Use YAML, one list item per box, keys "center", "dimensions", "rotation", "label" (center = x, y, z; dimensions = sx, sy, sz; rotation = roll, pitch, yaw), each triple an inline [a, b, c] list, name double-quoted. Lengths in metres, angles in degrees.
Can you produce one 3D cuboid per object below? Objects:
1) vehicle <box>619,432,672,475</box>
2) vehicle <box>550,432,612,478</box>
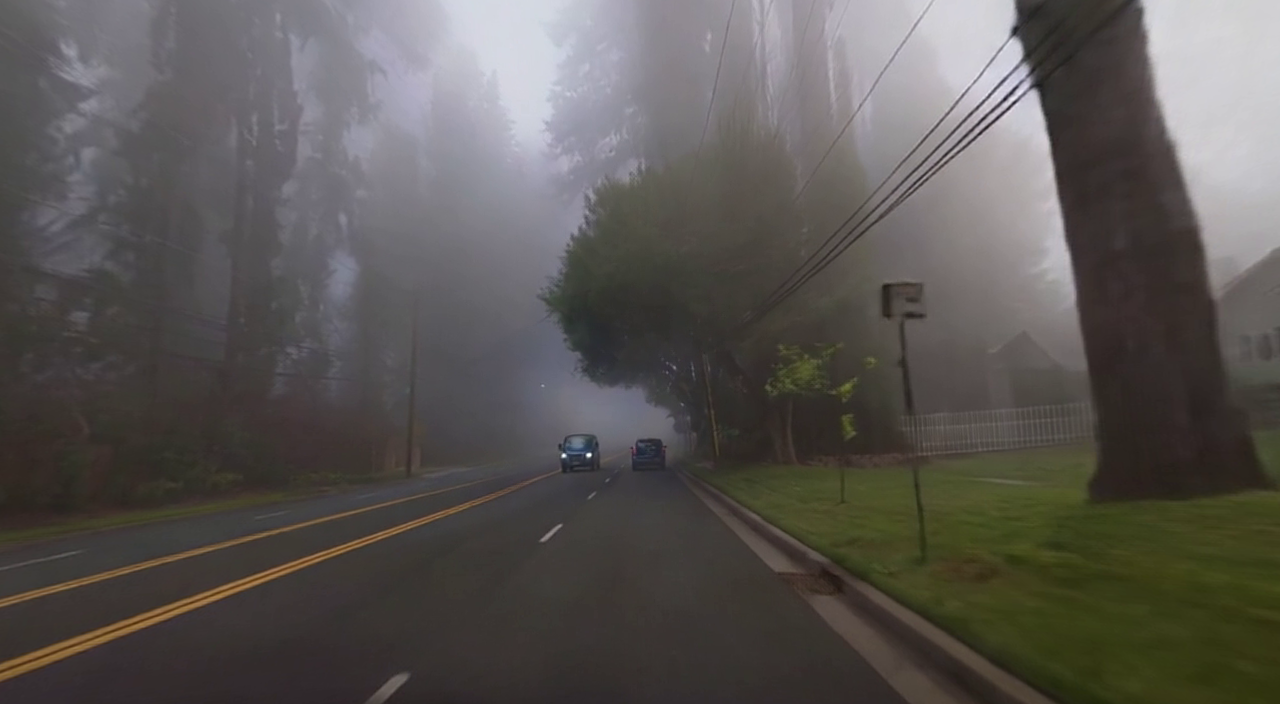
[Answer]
- center: [0.224, 4.389, 27.335]
  dimensions: [2.120, 1.718, 3.909]
  rotation: [0, -9, 0]
  label: "vehicle"
- center: [-2.426, 4.403, 27.043]
  dimensions: [2.157, 1.765, 4.303]
  rotation: [-1, -9, 2]
  label: "vehicle"
